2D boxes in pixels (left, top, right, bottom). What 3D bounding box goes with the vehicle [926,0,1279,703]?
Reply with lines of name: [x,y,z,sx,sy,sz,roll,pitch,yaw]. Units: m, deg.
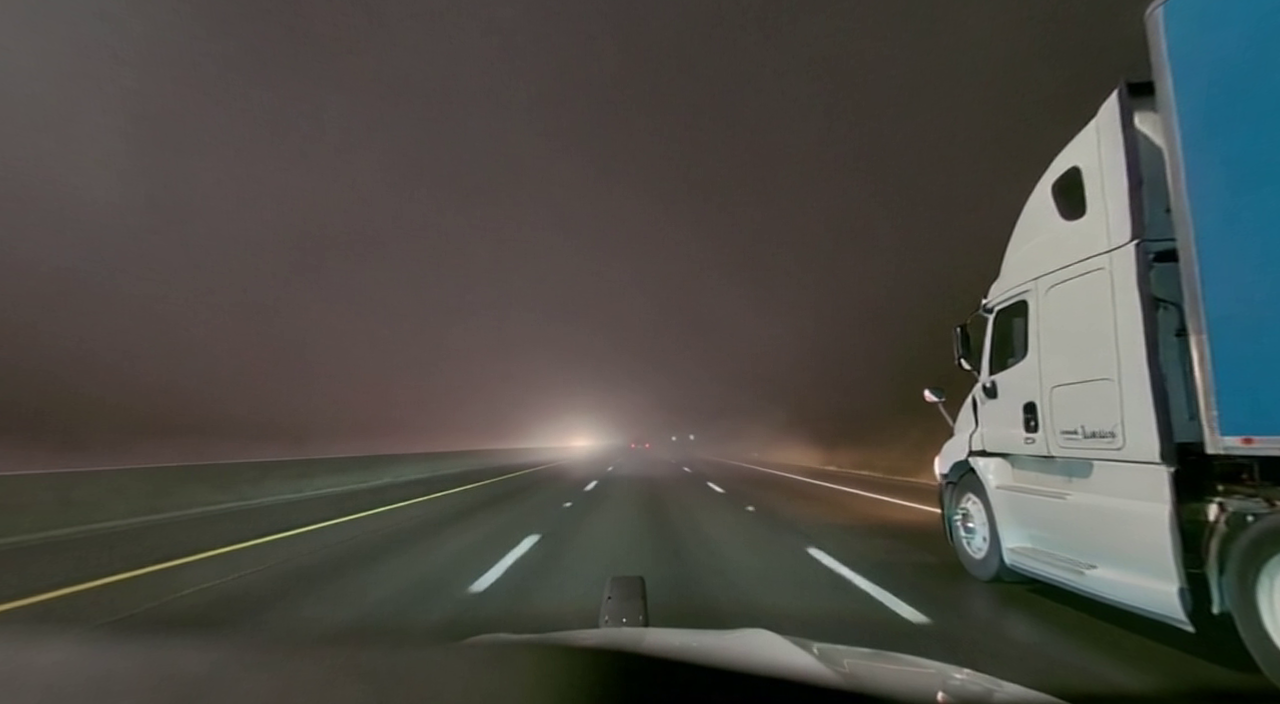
vehicle: [4.116,-0.457,0.971,3.012,3.768,8.945,0,-8,-1]
